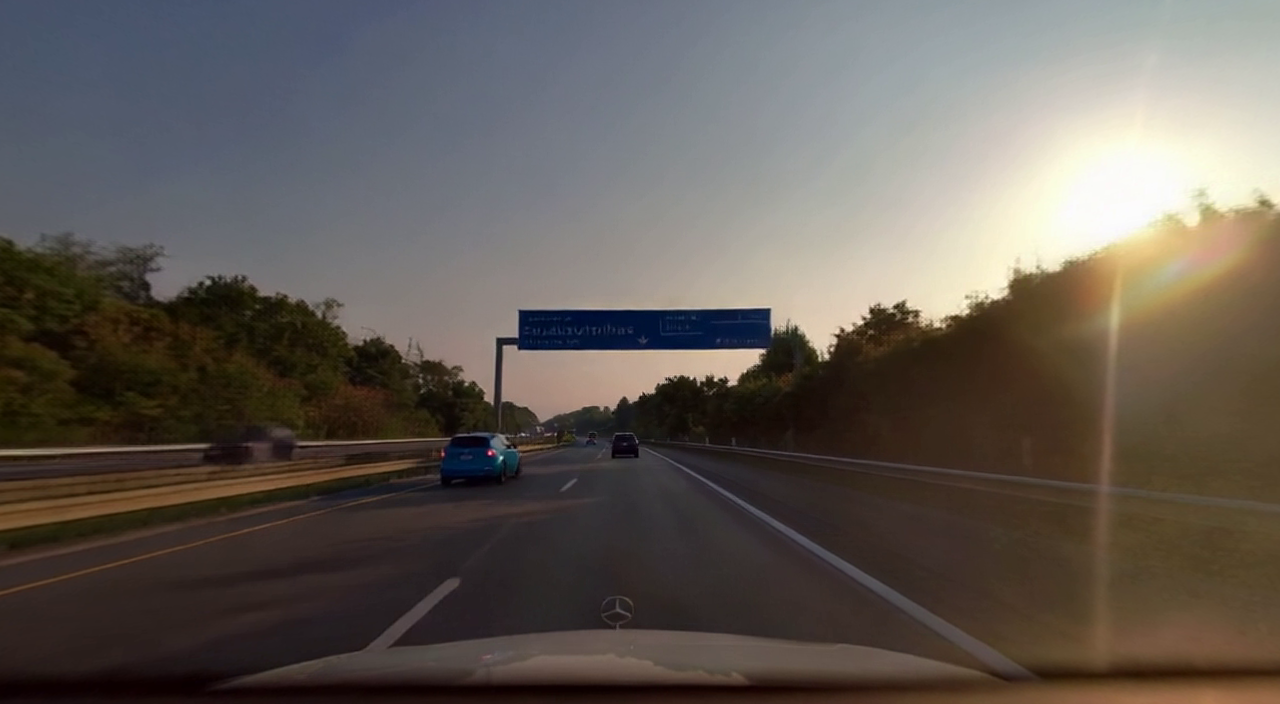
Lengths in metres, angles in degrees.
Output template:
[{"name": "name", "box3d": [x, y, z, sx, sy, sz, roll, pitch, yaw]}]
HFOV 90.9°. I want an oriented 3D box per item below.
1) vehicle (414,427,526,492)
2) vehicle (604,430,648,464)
[{"name": "vehicle", "box3d": [-4.458, 2.864, 17.237, 1.975, 1.518, 4.242, 0, -8, -1]}, {"name": "vehicle", "box3d": [-0.752, 4.956, 33.108, 2.162, 1.616, 4.242, 0, -8, -1]}]
